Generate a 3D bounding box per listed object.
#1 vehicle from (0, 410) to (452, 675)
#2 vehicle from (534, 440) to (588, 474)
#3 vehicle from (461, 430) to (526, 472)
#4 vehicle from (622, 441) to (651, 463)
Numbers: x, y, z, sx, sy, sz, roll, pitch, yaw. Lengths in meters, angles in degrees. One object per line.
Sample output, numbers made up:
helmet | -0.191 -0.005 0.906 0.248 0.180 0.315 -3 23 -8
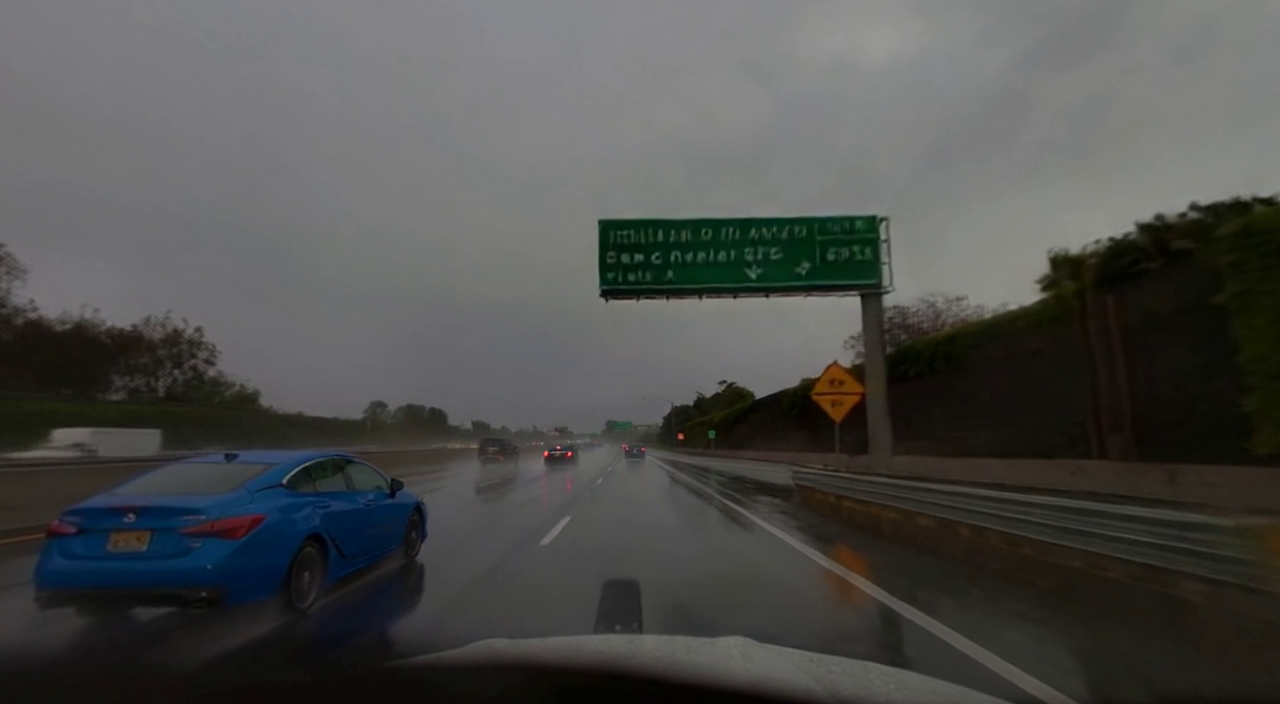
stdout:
vehicle | -3.444 1.426 5.913 2.025 1.506 4.429 0 -8 0
vehicle | -3.660 4.948 29.985 2.068 1.501 4.395 0 -8 -1
vehicle | -7.544 5.172 33.154 2.171 1.982 5.246 0 -8 -1
vehicle | -0.308 7.315 46.193 2.018 1.508 4.087 0 -8 -2
